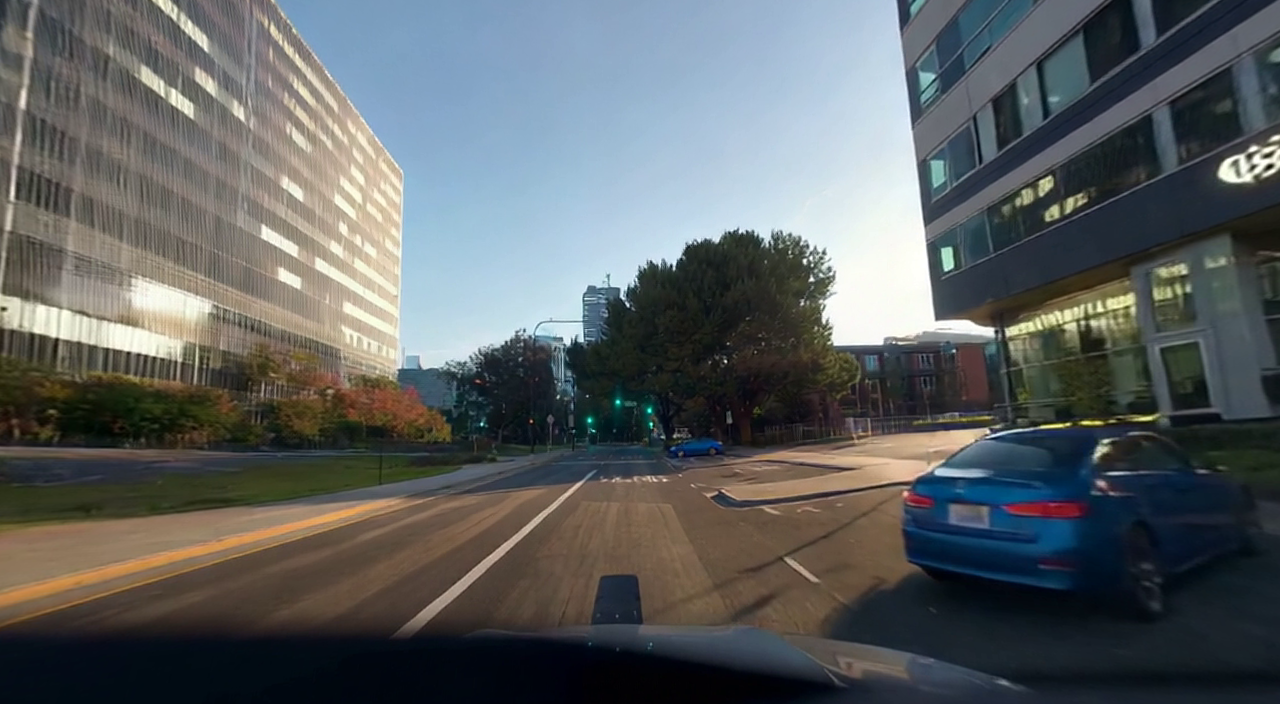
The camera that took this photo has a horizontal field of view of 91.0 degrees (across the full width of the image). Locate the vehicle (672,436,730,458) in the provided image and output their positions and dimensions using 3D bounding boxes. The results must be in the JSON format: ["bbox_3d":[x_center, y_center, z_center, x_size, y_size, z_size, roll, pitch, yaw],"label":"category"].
[{"bbox_3d":[4.430,6.874,45.707,3.844,1.524,1.847,4,-9,-32],"label":"vehicle"}]

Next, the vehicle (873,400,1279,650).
[{"bbox_3d":[4.406,1.311,5.928,4.655,1.460,1.878,6,-10,-37],"label":"vehicle"}]
